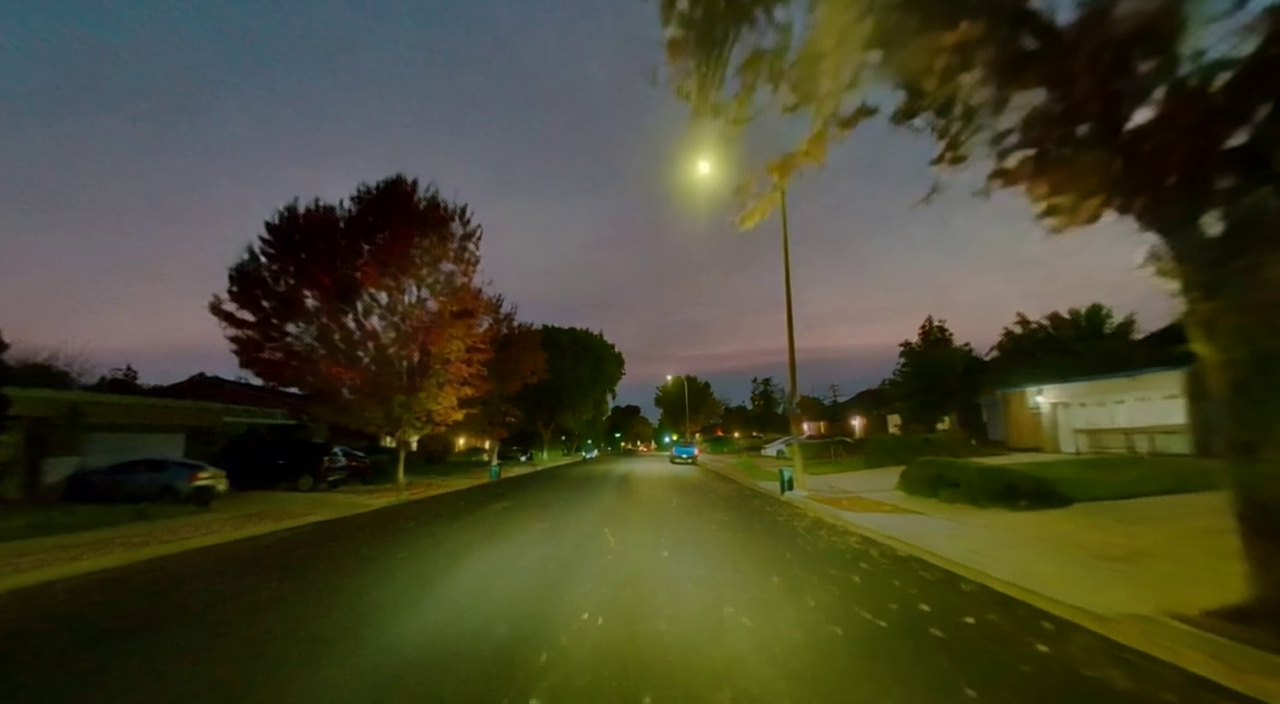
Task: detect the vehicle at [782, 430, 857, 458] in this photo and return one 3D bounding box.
[{"bbox_3d":[11.154,5.727,39.563,4.069,1.680,2.156,-1,-7,3],"label":"vehicle"}]

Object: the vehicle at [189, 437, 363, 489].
[{"bbox_3d":[-13.748,4.218,24.135,5.286,1.847,2.166,-1,-9,1],"label":"vehicle"}]

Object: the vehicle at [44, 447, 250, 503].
[{"bbox_3d":[-14.048,3.514,18.226,4.285,1.483,1.954,0,-9,0],"label":"vehicle"}]

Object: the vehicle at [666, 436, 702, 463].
[{"bbox_3d":[3.349,7.667,49.639,2.313,1.962,6.029,0,-9,0],"label":"vehicle"}]
